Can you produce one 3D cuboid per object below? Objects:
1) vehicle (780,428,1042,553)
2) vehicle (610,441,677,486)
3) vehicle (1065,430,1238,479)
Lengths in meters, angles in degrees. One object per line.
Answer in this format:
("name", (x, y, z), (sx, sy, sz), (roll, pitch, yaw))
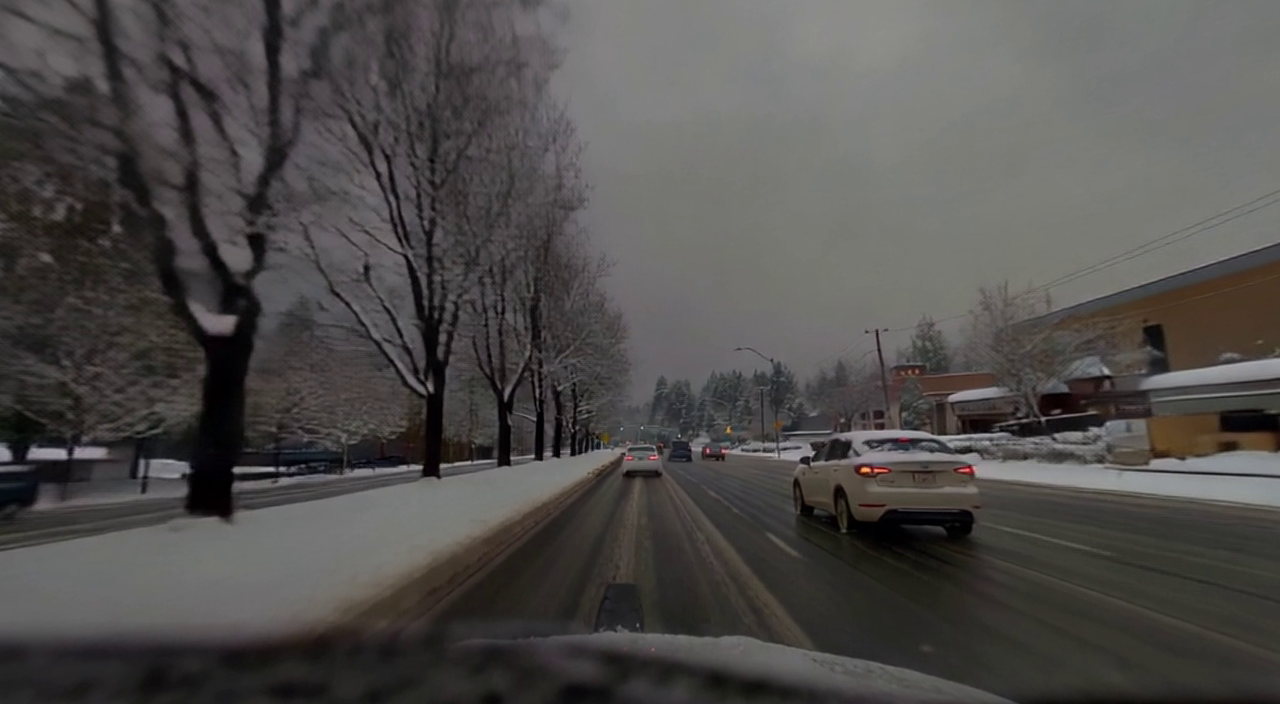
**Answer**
("vehicle", (3.720, 1.983, 9.757), (2.094, 1.480, 4.323), (0, -9, 0))
("vehicle", (0.077, 4.110, 23.626), (2.289, 1.471, 4.477), (0, -9, -1))
("vehicle", (21.358, 4.318, 26.842), (2.582, 1.849, 5.579), (0, -9, -1))
